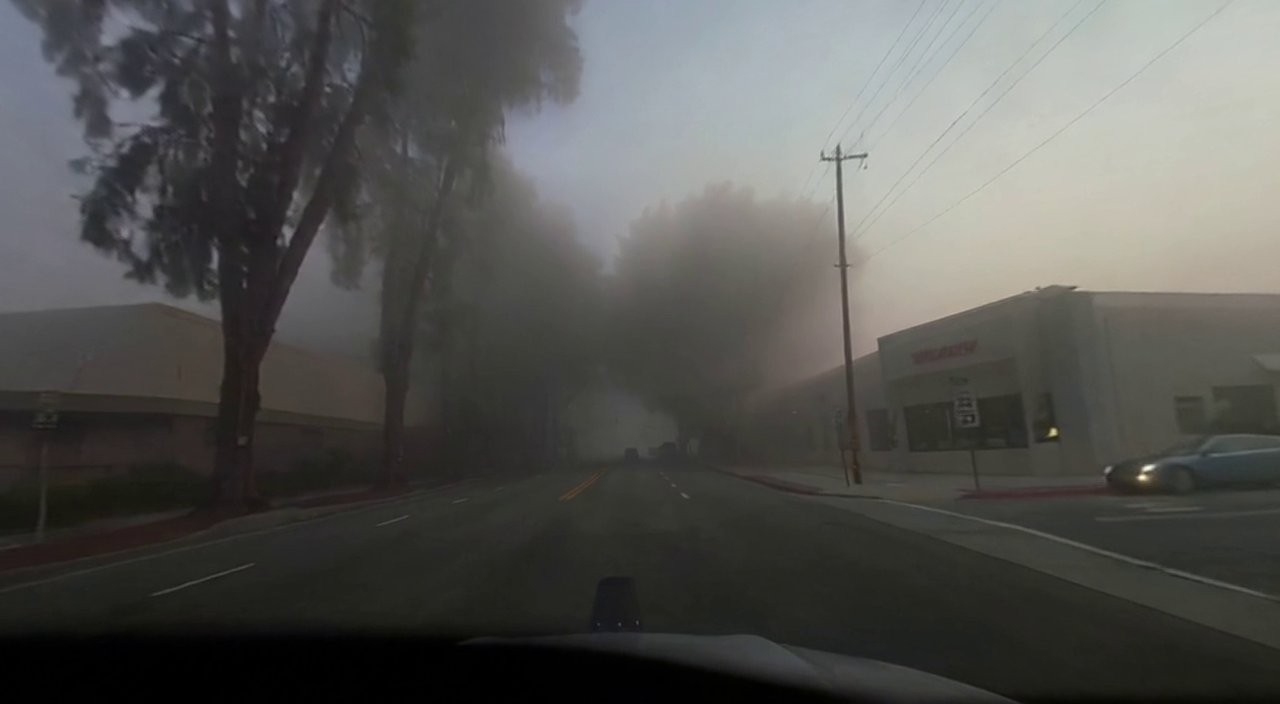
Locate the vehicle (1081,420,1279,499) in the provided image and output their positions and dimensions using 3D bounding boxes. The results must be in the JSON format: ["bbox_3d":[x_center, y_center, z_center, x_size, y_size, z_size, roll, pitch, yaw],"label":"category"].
[{"bbox_3d":[11.828,2.140,12.697,4.404,1.445,1.844,-1,-9,7],"label":"vehicle"}]
